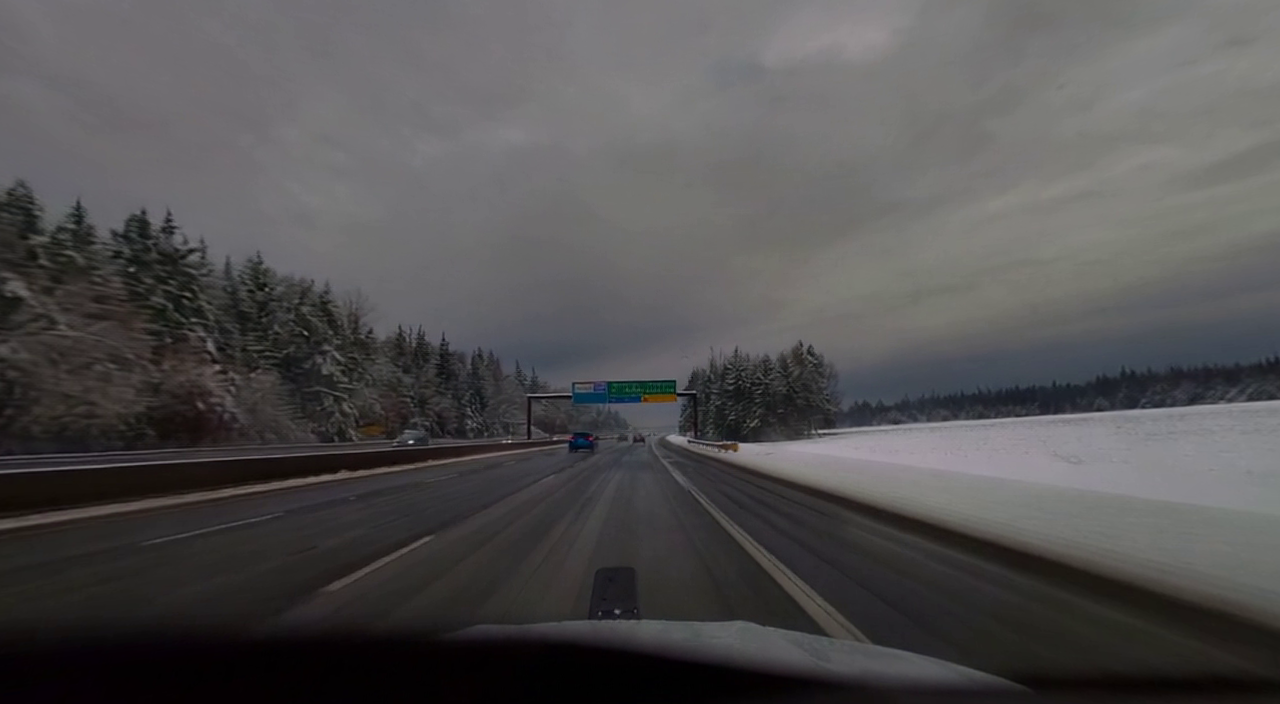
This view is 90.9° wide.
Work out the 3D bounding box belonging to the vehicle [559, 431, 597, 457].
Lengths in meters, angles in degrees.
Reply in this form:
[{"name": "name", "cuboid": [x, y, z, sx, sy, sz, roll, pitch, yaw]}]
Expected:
[{"name": "vehicle", "cuboid": [-4.028, 6.070, 41.743, 2.052, 1.626, 4.514, 0, -8, 1]}]
